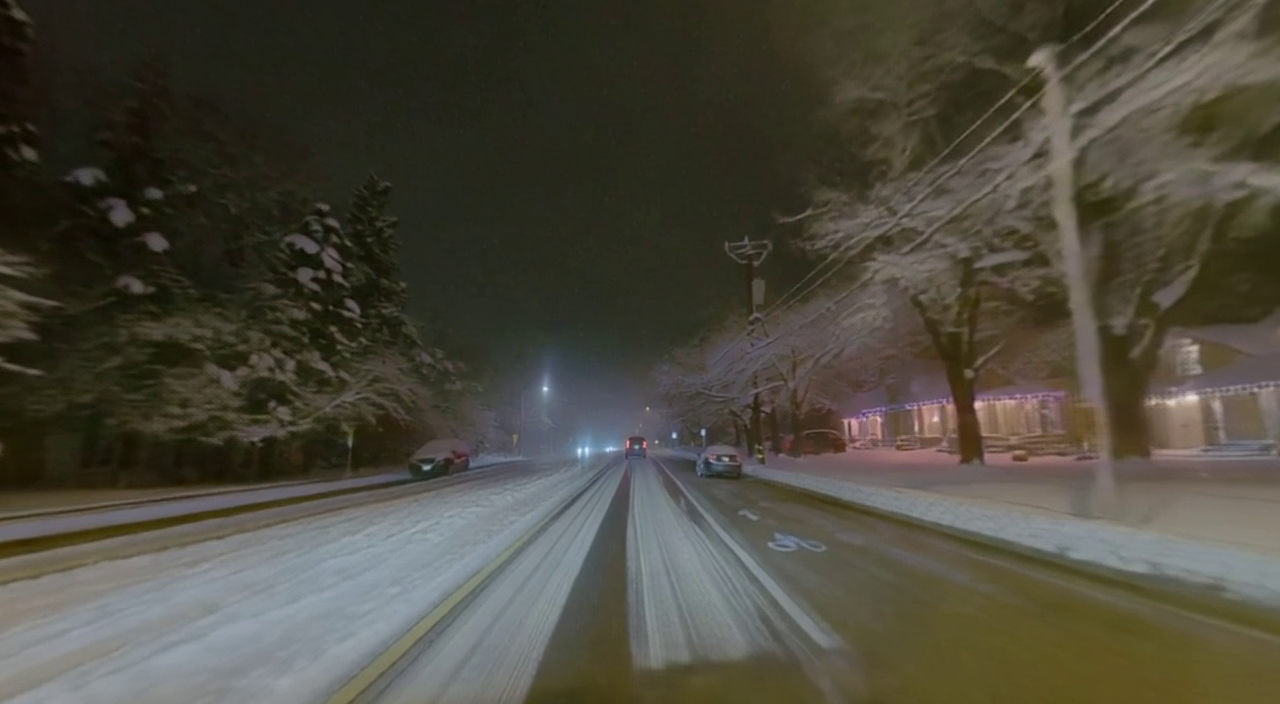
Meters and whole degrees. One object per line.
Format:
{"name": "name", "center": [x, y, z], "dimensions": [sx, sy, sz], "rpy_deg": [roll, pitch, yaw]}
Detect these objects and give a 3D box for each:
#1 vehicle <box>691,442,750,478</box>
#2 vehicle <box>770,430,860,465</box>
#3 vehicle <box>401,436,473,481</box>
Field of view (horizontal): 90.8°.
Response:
{"name": "vehicle", "center": [3.774, 5.104, 30.271], "dimensions": [2.167, 1.535, 4.464], "rpy_deg": [1, -8, -1]}
{"name": "vehicle", "center": [10.626, 5.782, 38.513], "dimensions": [4.709, 1.743, 1.965], "rpy_deg": [-3, -8, -8]}
{"name": "vehicle", "center": [-11.107, 5.827, 35.043], "dimensions": [2.111, 2.050, 5.328], "rpy_deg": [-7, -8, -1]}
